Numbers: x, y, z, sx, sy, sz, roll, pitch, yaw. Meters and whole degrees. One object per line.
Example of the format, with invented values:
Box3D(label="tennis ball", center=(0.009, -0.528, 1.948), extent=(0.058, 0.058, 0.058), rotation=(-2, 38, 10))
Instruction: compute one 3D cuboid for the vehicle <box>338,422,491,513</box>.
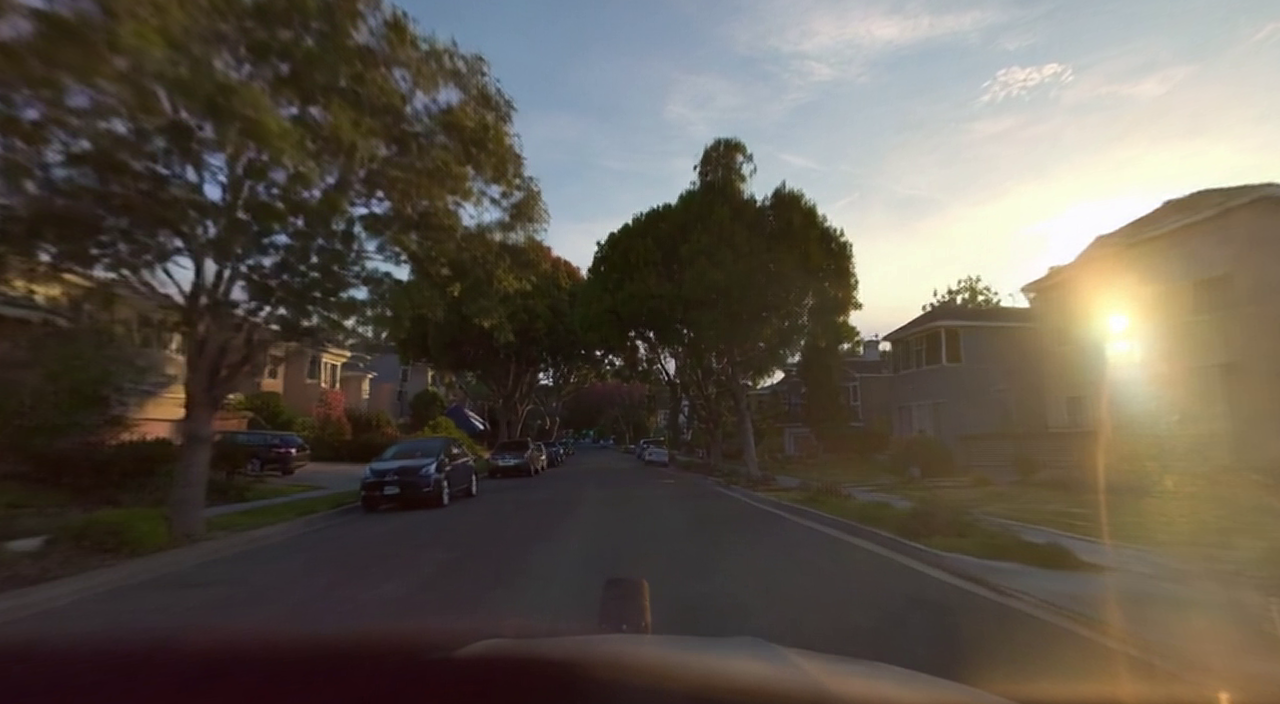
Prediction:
Box3D(label="vehicle", center=(-4.756, 2.524, 14.107), extent=(1.974, 1.664, 4.539), rotation=(0, -9, -3))

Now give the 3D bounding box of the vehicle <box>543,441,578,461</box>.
Box3D(label="vehicle", center=(-5.779, 7.227, 46.190), extent=(1.995, 1.330, 4.080), rotation=(0, -8, 0))

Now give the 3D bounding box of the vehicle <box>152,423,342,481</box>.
Box3D(label="vehicle", center=(-11.865, 3.034, 19.300), extent=(4.414, 1.658, 1.988), rotation=(1, -8, -3))

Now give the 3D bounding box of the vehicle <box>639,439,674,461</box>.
Box3D(label="vehicle", center=(1.136, 7.187, 46.358), extent=(2.000, 1.456, 5.251), rotation=(1, -8, -5))

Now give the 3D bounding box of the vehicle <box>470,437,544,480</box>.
Box3D(label="vehicle", center=(-5.122, 4.147, 24.909), extent=(2.086, 1.493, 4.582), rotation=(-1, -8, -2))
